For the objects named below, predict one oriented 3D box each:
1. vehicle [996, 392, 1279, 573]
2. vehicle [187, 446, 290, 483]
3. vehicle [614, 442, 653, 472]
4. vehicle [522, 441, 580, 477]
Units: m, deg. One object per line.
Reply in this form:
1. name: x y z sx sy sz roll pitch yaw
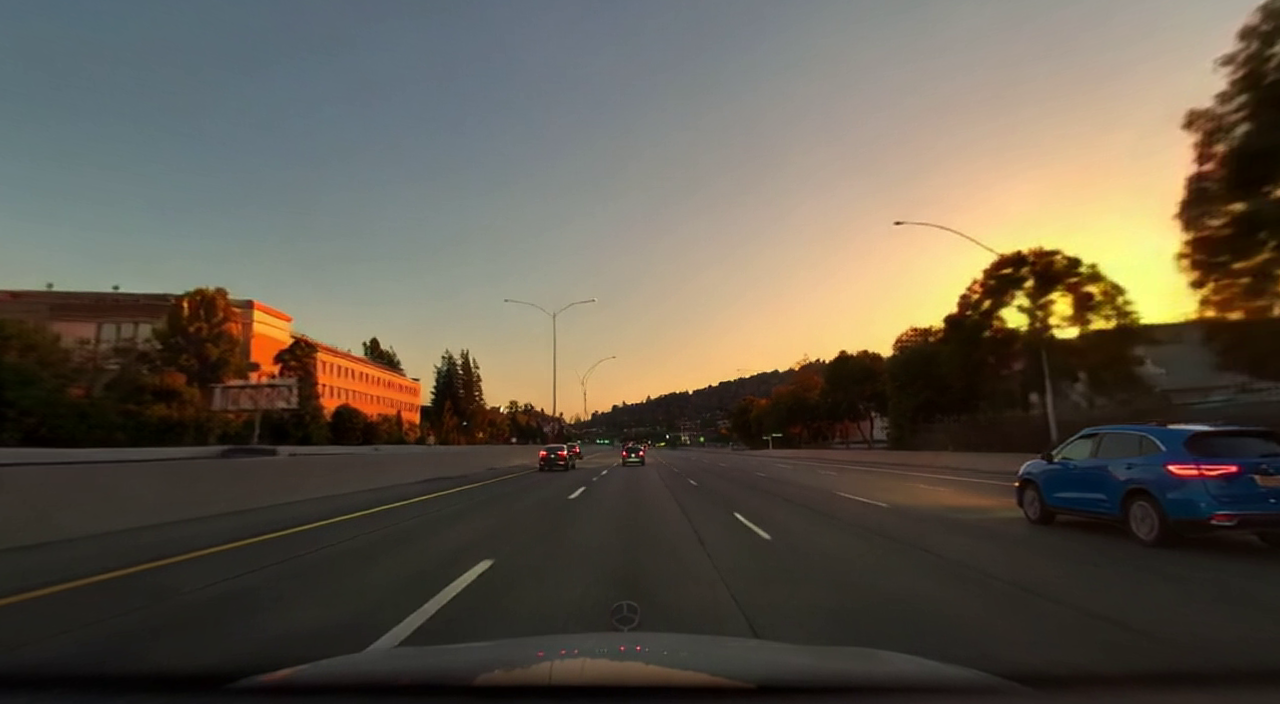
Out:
1. vehicle: 7.357 1.655 8.726 2.028 1.801 4.741 0 -8 -1
2. vehicle: -20.688 5.795 32.887 2.123 1.759 4.920 0 -8 0
3. vehicle: -0.371 5.729 34.688 1.997 1.485 4.094 0 -8 -1
4. vehicle: -3.861 4.715 28.066 1.886 1.465 4.625 0 -8 0
